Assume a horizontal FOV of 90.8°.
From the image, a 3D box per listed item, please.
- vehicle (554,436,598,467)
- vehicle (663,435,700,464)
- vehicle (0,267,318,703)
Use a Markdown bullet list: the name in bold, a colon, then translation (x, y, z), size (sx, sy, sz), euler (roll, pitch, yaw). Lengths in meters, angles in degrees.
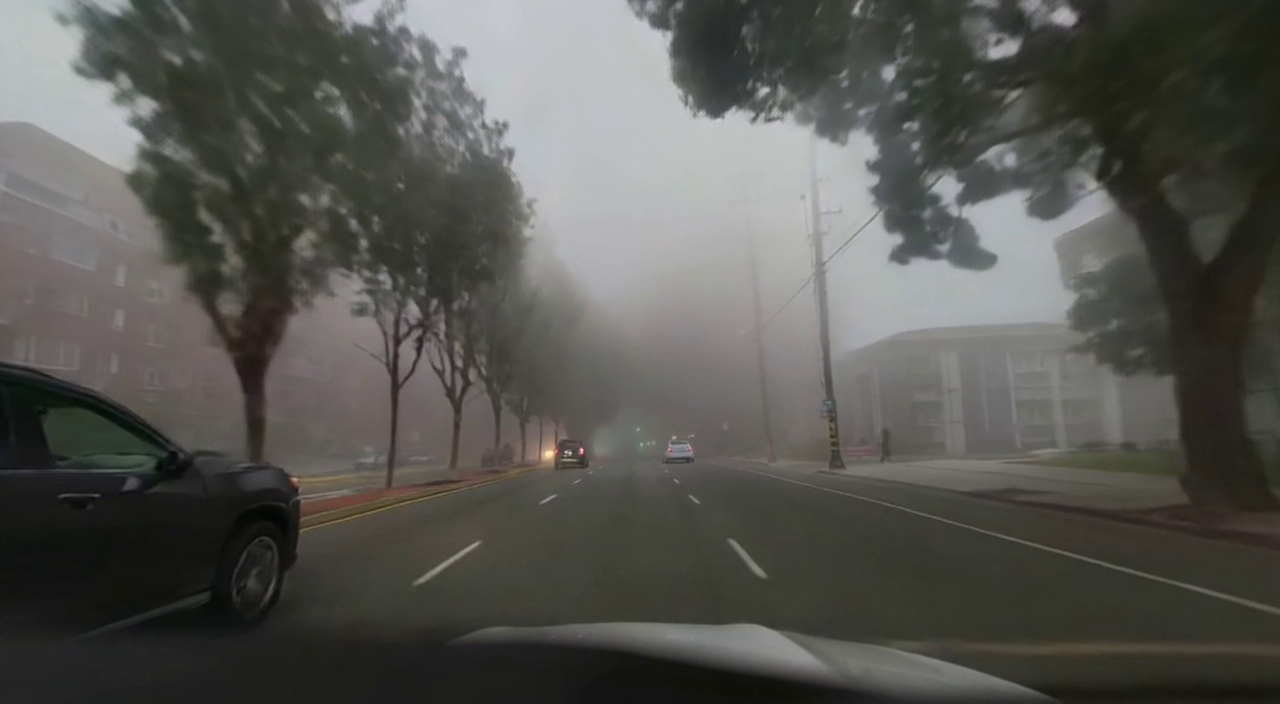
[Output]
- **vehicle**: translation (-3.650, 5.761, 36.780), size (2.083, 1.685, 4.069), euler (0, -8, 1)
- **vehicle**: translation (2.631, 6.329, 41.182), size (2.018, 1.719, 4.369), euler (0, -8, -1)
- **vehicle**: translation (-3.576, 0.635, 2.107), size (2.225, 1.984, 5.168), euler (0, -8, 1)
